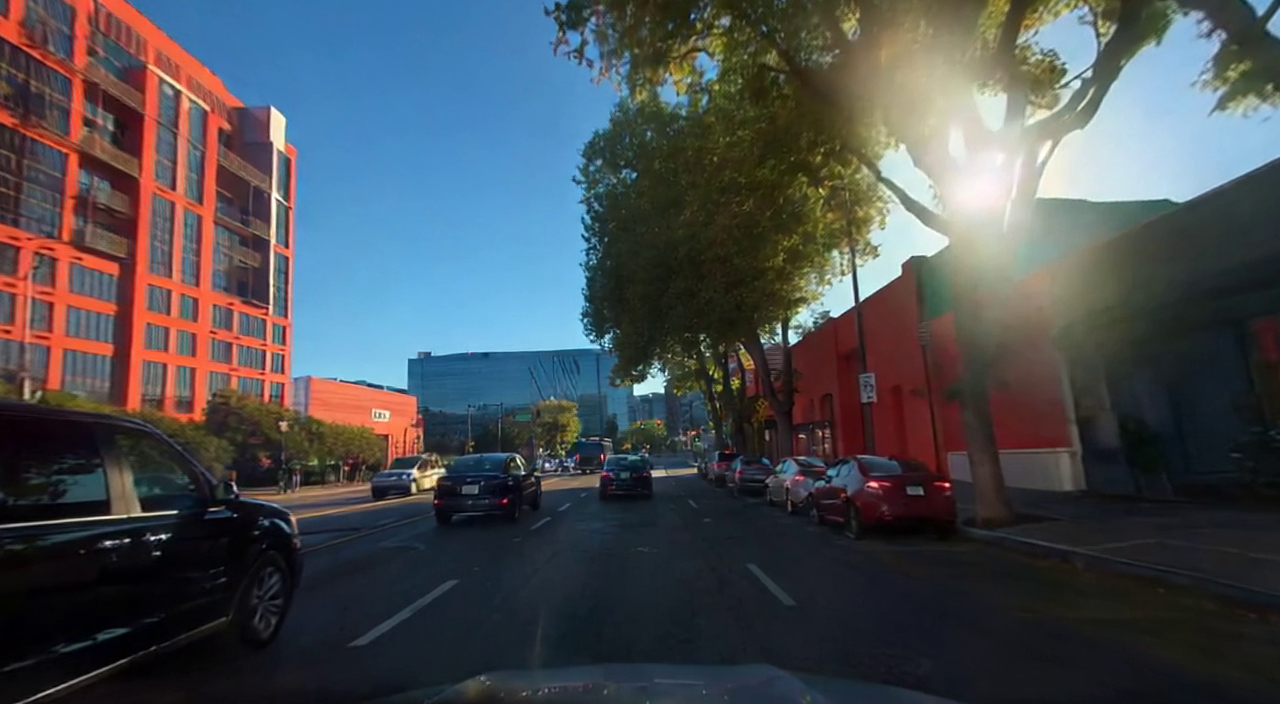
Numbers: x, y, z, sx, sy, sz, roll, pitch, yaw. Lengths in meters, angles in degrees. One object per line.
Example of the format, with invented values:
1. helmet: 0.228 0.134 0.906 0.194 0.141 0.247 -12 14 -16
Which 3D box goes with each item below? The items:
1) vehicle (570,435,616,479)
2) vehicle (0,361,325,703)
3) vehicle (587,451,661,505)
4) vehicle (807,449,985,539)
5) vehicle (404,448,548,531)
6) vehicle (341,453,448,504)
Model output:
1. vehicle: -3.289 7.585 45.903 2.609 2.932 6.810 0 -9 1
2. vehicle: -3.736 0.962 2.844 2.140 1.768 4.685 0 -9 0
3. vehicle: -0.426 3.999 20.441 2.152 1.518 4.113 0 -9 1
4. vehicle: 4.889 2.732 12.762 1.832 1.491 4.054 1 -9 -1
5. vehicle: -3.494 2.997 14.420 1.995 1.554 4.426 0 -9 2
6. vehicle: -9.330 4.815 24.485 2.099 1.730 4.829 0 -9 1
